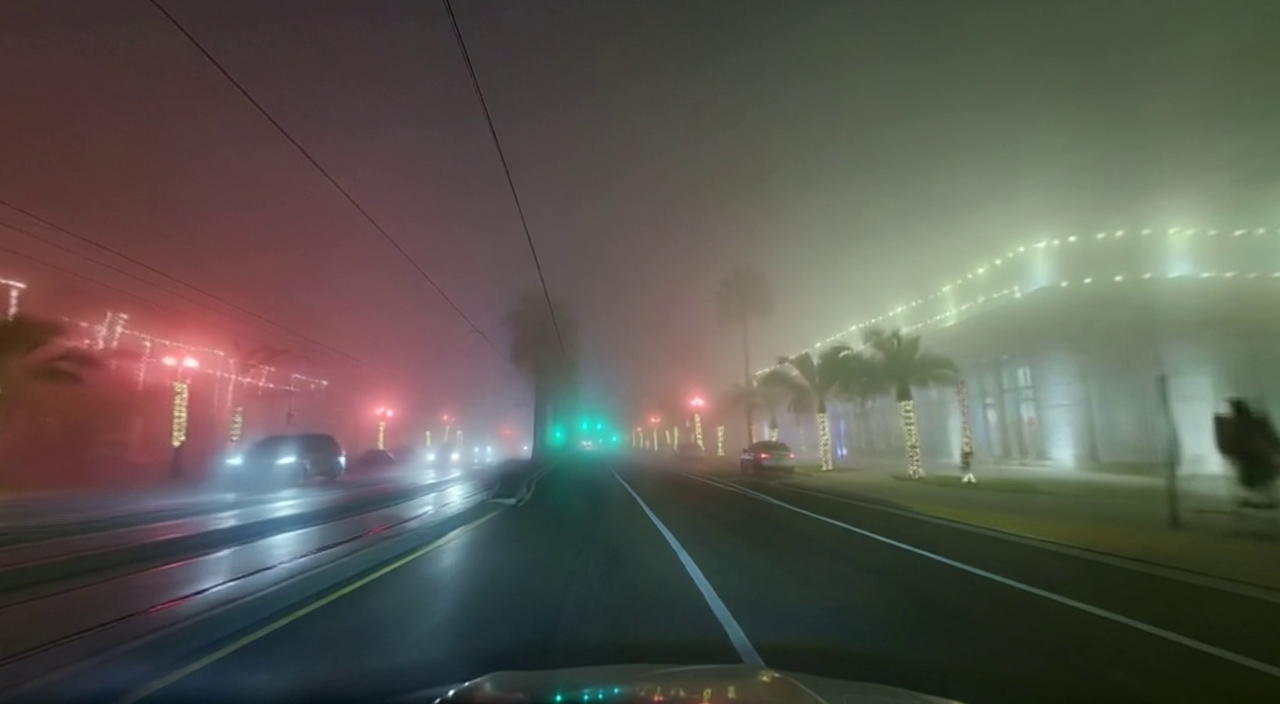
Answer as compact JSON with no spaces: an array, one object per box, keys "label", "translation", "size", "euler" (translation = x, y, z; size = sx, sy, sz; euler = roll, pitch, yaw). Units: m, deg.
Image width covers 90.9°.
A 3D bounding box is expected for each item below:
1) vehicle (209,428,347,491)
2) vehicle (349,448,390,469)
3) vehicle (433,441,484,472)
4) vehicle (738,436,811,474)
[{"label":"vehicle","translation":[-12.021,3.591,21.405],"size":[2.127,1.892,4.655],"euler":[1,-8,-4]},{"label":"vehicle","translation":[-20.394,8.023,47.629],"size":[1.819,1.450,3.003],"euler":[1,-8,-3]},{"label":"vehicle","translation":[-10.240,5.911,35.892],"size":[2.013,1.590,4.241],"euler":[1,-8,-5]},{"label":"vehicle","translation":[6.346,4.922,30.418],"size":[1.995,1.677,4.863],"euler":[1,-8,-6]}]
